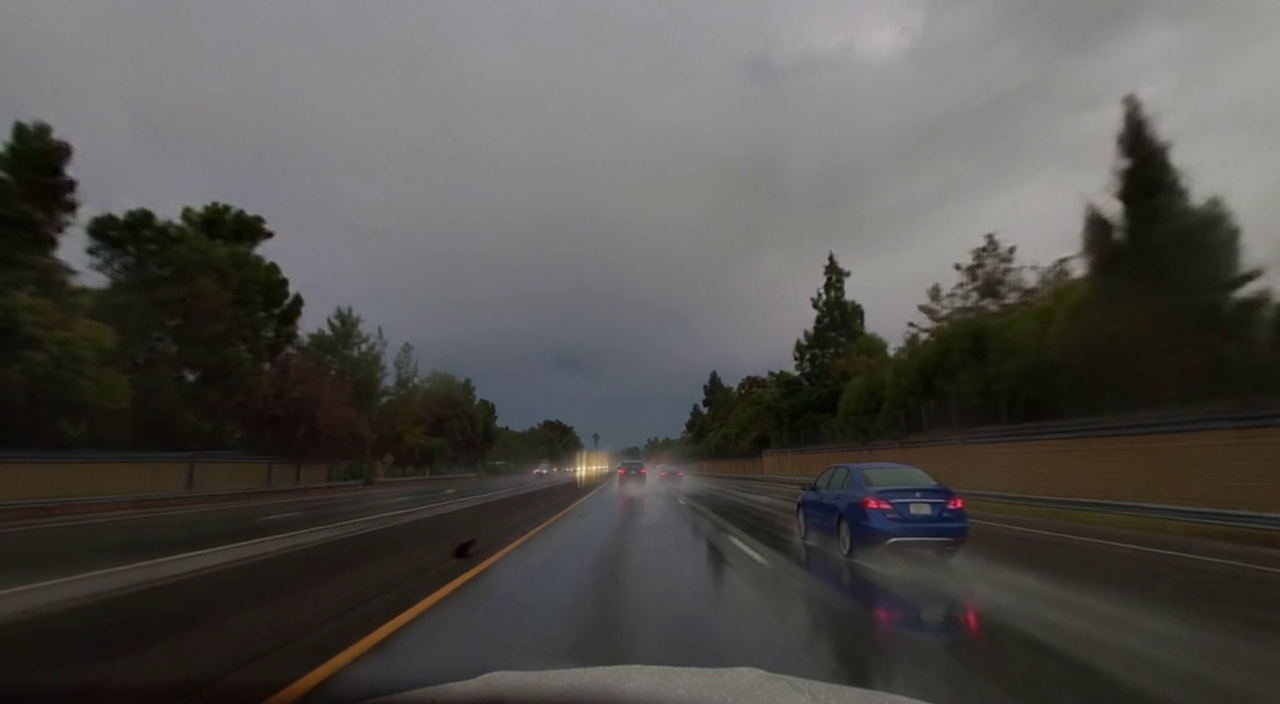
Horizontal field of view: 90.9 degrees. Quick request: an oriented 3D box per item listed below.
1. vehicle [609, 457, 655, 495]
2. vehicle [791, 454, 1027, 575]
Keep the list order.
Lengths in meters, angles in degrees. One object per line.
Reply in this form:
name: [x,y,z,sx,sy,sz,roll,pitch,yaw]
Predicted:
vehicle: [-0.363,5.856,29.870,2.037,1.605,3.833,1,-11,-1]
vehicle: [3.937,2.459,10.138,1.938,1.494,4.032,1,-11,-1]
